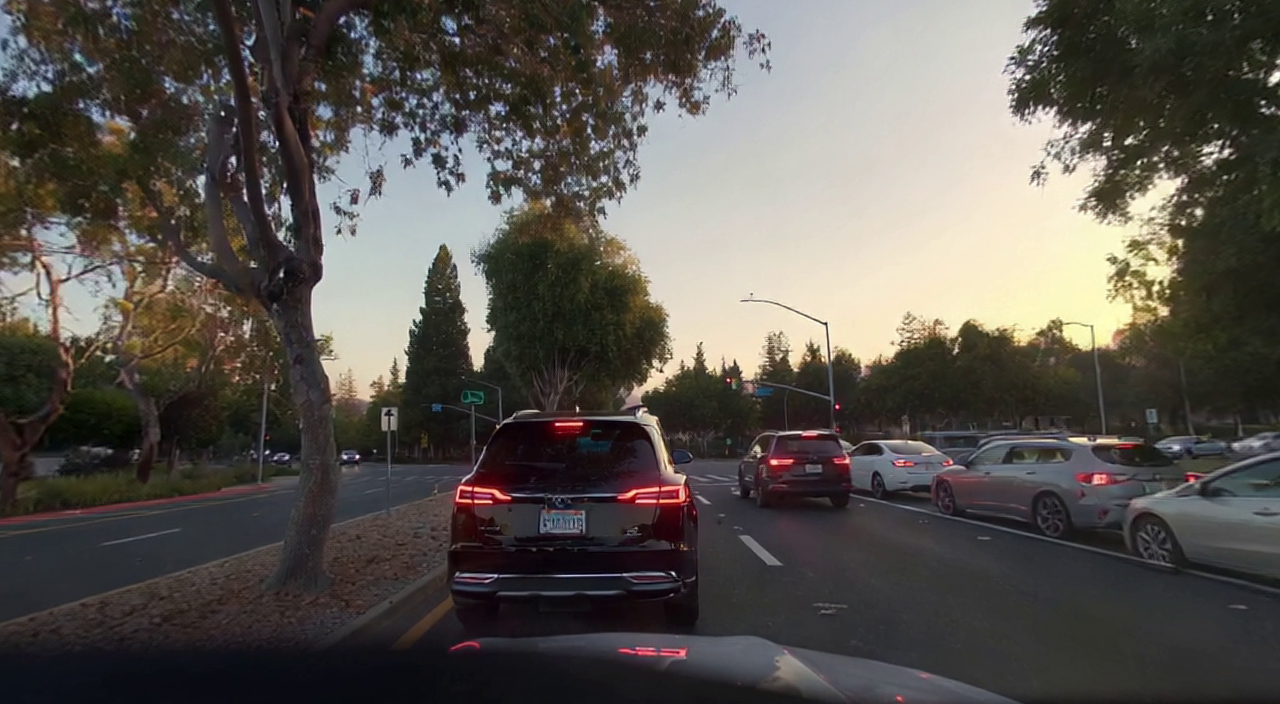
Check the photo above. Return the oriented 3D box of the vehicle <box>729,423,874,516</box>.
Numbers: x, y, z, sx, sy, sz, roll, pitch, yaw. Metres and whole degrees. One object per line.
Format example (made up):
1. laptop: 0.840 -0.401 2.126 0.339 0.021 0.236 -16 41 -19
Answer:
1. vehicle: 3.250 2.470 13.747 1.963 1.682 4.407 0 -9 0

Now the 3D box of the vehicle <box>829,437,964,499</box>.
1. vehicle: 6.963 3.183 17.769 1.890 1.489 4.415 0 -9 -1

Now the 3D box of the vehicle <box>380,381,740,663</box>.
1. vehicle: -0.436 1.351 6.078 2.201 1.709 4.271 0 -9 2

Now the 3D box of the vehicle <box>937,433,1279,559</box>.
1. vehicle: 6.586 2.015 9.656 1.894 1.445 4.565 0 -9 1
